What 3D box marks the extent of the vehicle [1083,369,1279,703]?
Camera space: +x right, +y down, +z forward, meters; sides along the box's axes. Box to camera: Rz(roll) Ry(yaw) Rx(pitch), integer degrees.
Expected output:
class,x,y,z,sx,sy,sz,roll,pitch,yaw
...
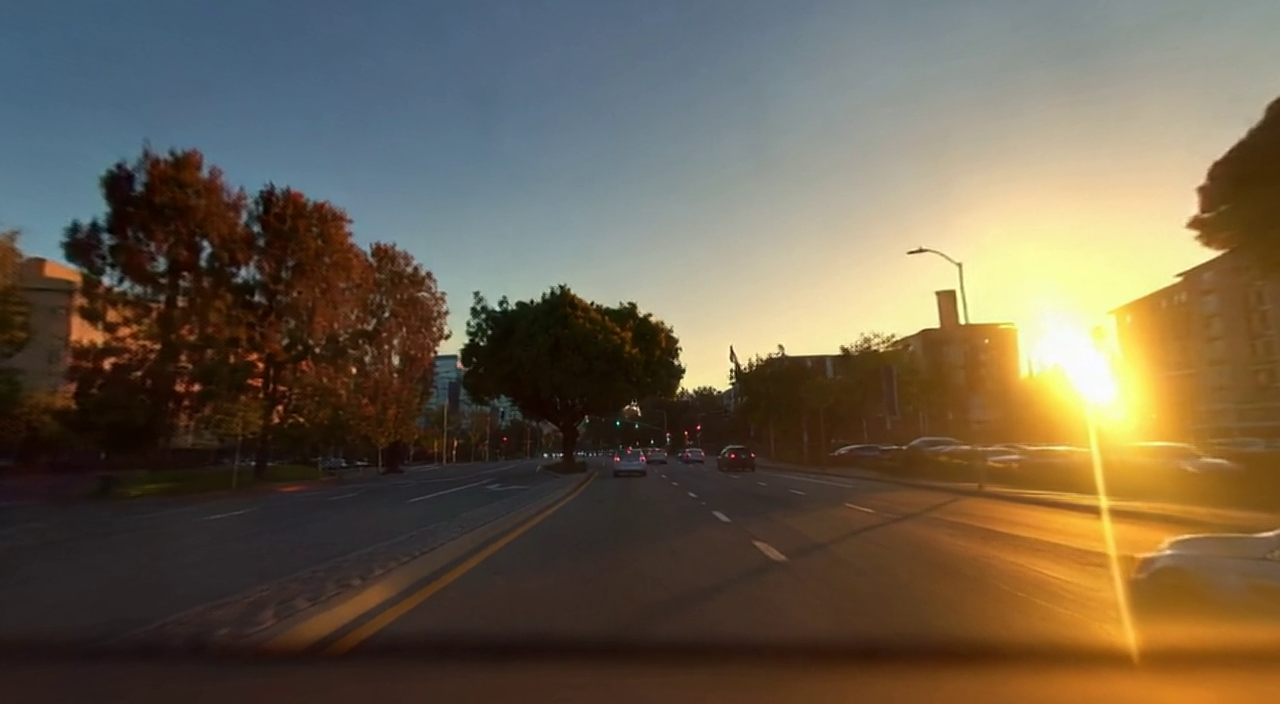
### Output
class,x,y,z,sx,sy,sz,roll,pitch,yaw
vehicle,3.488,0.688,1.149,1.893,1.664,4.670,0,-9,-1

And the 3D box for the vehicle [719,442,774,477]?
class,x,y,z,sx,sy,sz,roll,pitch,yaw
vehicle,6.235,6.374,37.721,2.052,1.886,5.297,0,-9,-3

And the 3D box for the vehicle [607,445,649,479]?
class,x,y,z,sx,sy,sz,roll,pitch,yaw
vehicle,-0.708,5.903,34.076,2.101,1.641,4.341,0,-9,-3
